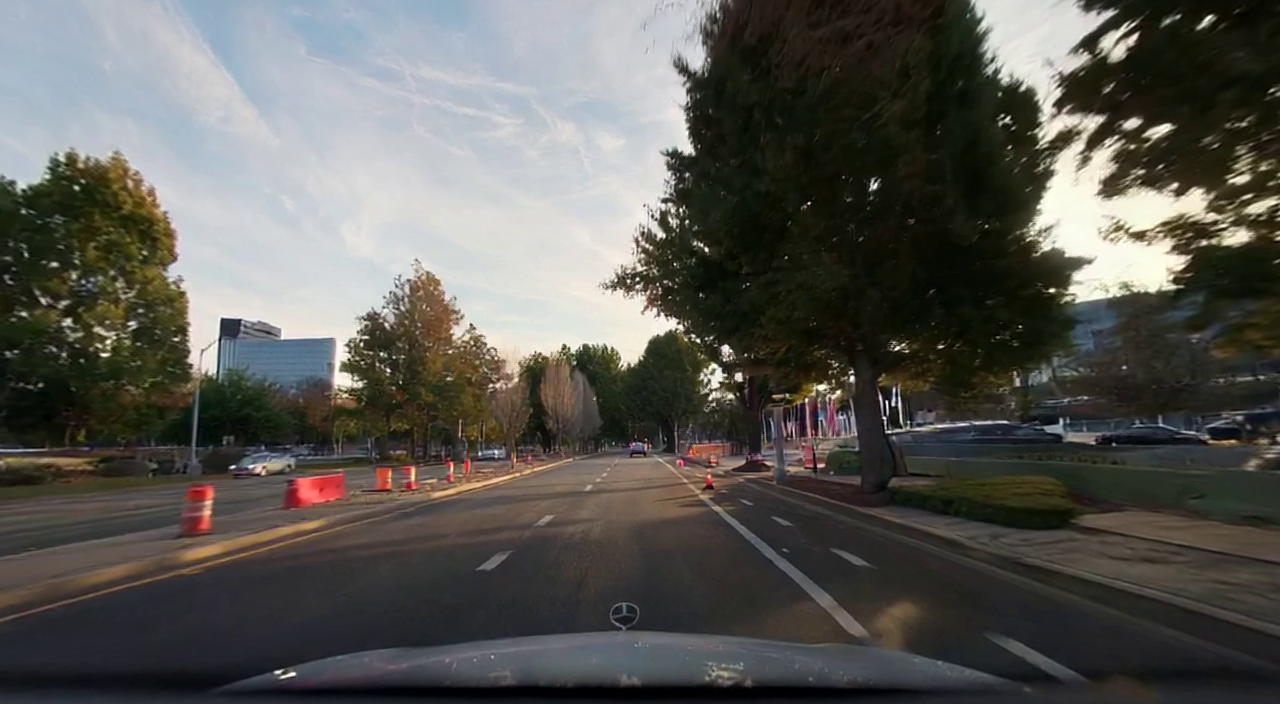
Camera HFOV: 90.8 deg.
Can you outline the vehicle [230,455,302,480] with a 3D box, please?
[{"bbox_3d":[-24.458,7.546,41.506,1.850,1.490,4.725,0,-8,0],"label":"vehicle"}]
